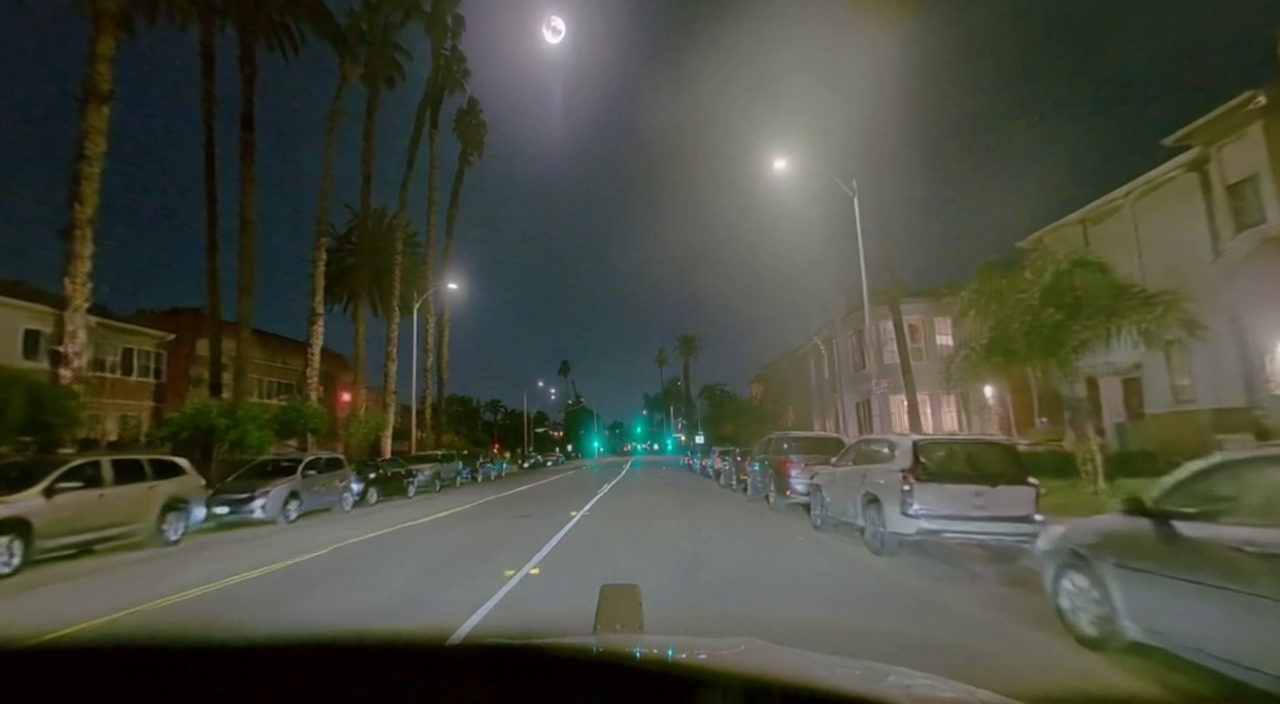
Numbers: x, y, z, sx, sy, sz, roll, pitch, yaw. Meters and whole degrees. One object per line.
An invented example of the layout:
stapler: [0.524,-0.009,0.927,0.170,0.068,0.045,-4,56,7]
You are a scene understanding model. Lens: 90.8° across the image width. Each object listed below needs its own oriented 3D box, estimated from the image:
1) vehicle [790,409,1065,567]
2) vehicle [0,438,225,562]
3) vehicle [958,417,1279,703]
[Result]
vehicle: [3.591,1.772,8.965,1.899,1.669,4.259,0,-8,0]
vehicle: [-9.557,2.348,10.466,4.089,1.813,1.932,3,-9,-24]
vehicle: [3.571,0.960,2.522,2.096,1.452,4.741,-4,-9,0]
